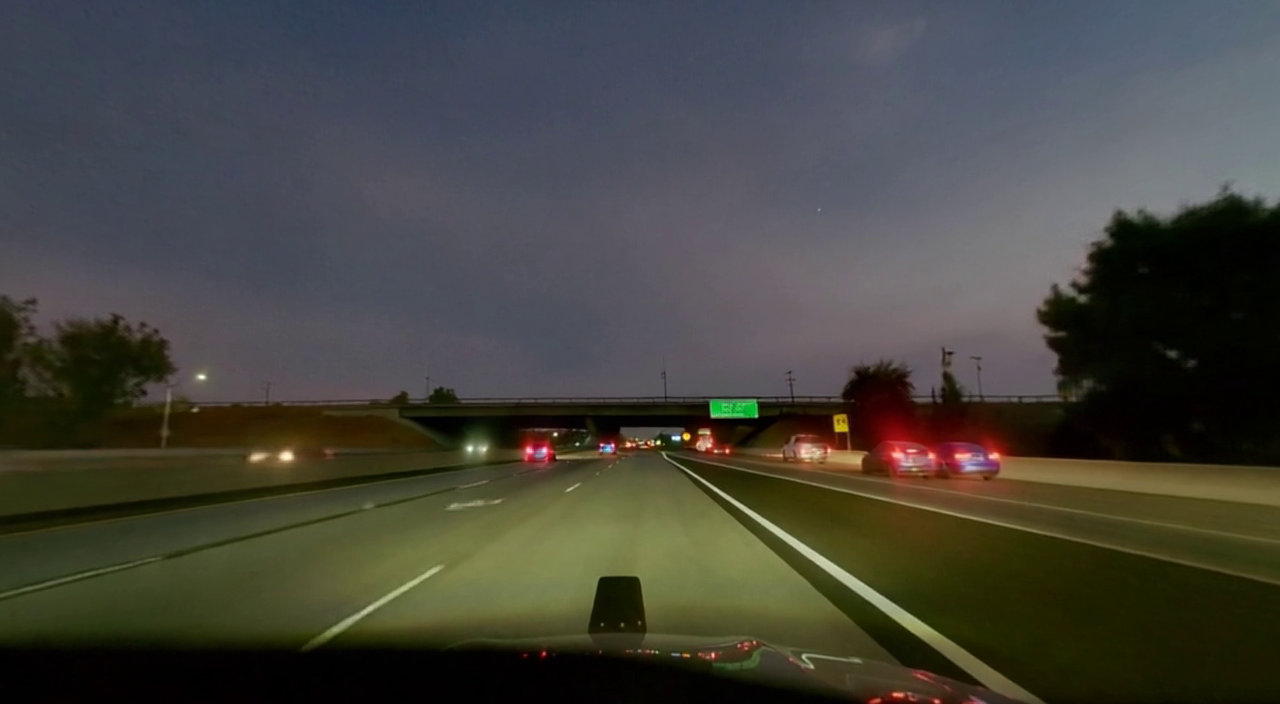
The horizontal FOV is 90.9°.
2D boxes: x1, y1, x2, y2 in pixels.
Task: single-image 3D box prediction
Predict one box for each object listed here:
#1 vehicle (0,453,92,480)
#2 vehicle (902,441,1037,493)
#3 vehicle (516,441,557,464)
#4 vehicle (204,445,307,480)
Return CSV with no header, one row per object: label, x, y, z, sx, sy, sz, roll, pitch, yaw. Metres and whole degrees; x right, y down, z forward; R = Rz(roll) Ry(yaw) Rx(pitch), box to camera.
vehicle,-37.182,7.075,39.198,1.896,1.458,4.710,-1,-8,2
vehicle,10.597,3.688,20.696,2.000,1.515,4.188,0,-8,-3
vehicle,-6.973,6.833,42.991,1.987,1.486,4.174,0,-8,2
vehicle,-17.469,5.007,28.957,1.849,1.463,4.400,0,-8,2
